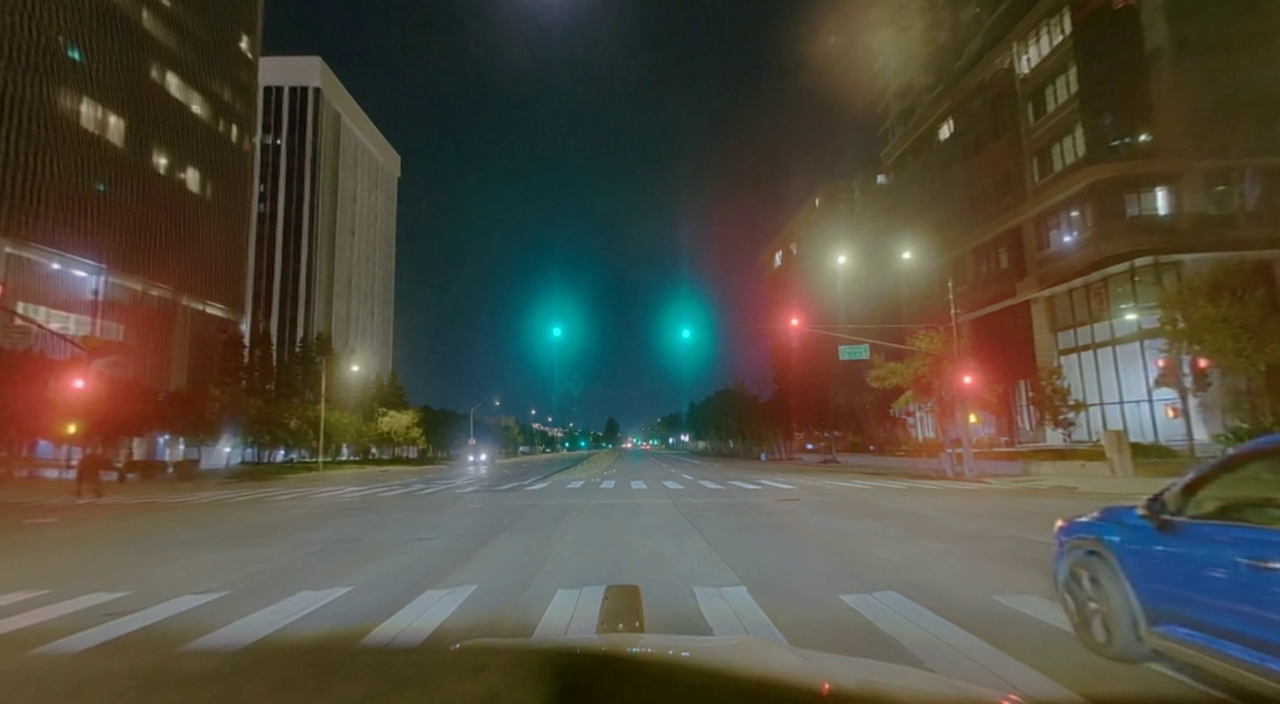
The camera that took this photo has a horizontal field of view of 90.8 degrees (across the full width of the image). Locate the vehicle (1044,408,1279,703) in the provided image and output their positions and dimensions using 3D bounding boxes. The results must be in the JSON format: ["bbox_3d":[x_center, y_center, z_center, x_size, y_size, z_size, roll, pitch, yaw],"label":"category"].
[{"bbox_3d":[3.013,0.731,0.758,2.015,1.455,4.615,0,-8,0],"label":"vehicle"}]
